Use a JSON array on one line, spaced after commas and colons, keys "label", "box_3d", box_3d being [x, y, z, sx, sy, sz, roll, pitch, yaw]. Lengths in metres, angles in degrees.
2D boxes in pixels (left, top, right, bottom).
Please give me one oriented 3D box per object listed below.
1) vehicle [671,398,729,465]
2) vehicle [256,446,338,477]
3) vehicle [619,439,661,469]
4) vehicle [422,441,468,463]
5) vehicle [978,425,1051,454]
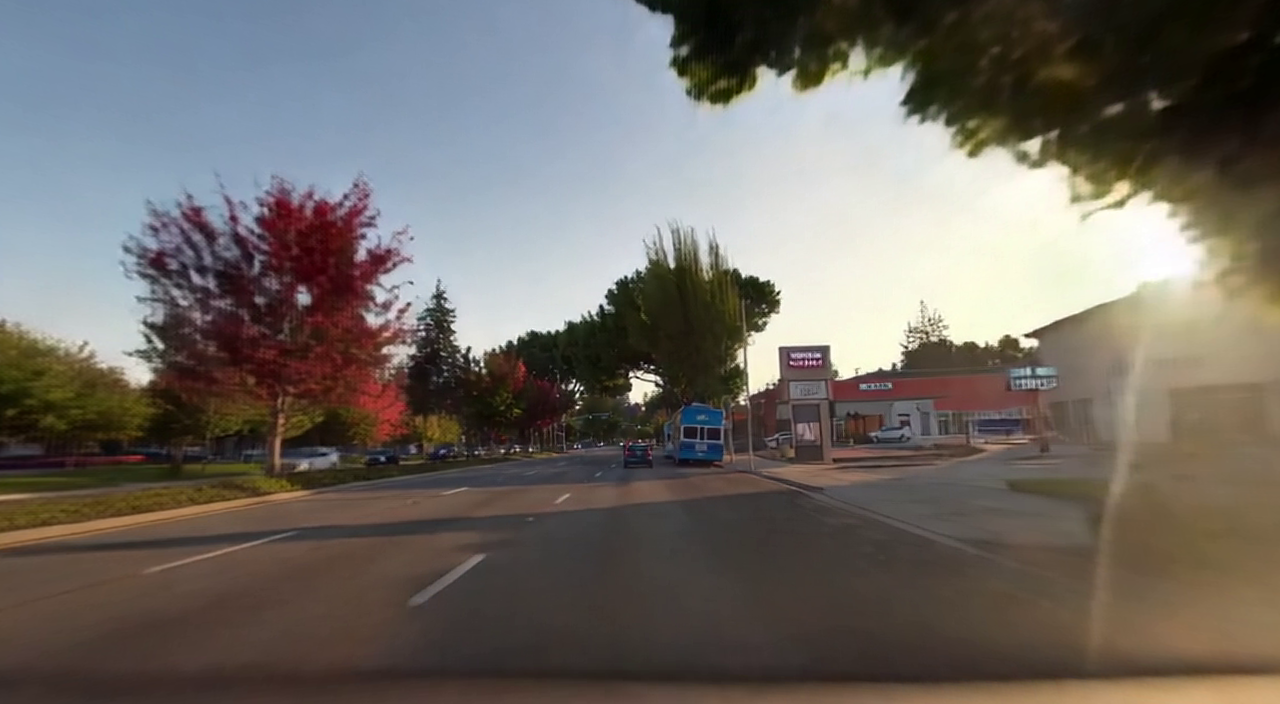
[{"label": "vehicle", "box_3d": [3.768, 5.358, 41.682, 2.896, 3.921, 8.415, 0, -9, -1]}, {"label": "vehicle", "box_3d": [-18.281, 5.850, 33.952, 1.832, 1.528, 4.603, 0, -9, -1]}, {"label": "vehicle", "box_3d": [-0.051, 5.608, 34.730, 2.103, 1.506, 4.742, 0, -9, -1]}, {"label": "vehicle", "box_3d": [-14.970, 7.700, 48.681, 1.983, 1.630, 4.568, 0, -9, 2]}, {"label": "vehicle", "box_3d": [24.348, 5.656, 41.072, 4.430, 1.659, 1.905, 2, -8, -28]}]
